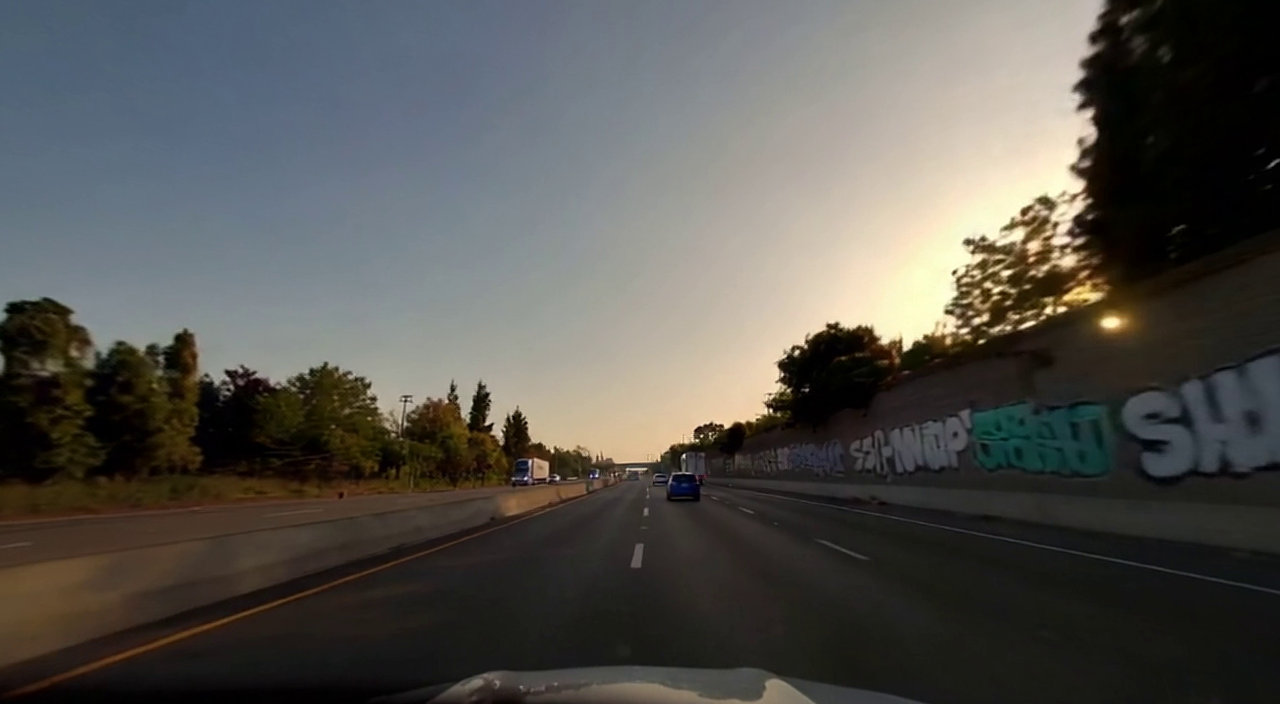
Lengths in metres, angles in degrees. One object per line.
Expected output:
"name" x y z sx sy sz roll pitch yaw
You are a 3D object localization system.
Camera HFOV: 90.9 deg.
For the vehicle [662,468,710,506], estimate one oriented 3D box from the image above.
"vehicle" 2.099 6.293 29.544 2.011 1.574 3.512 2 -10 1
